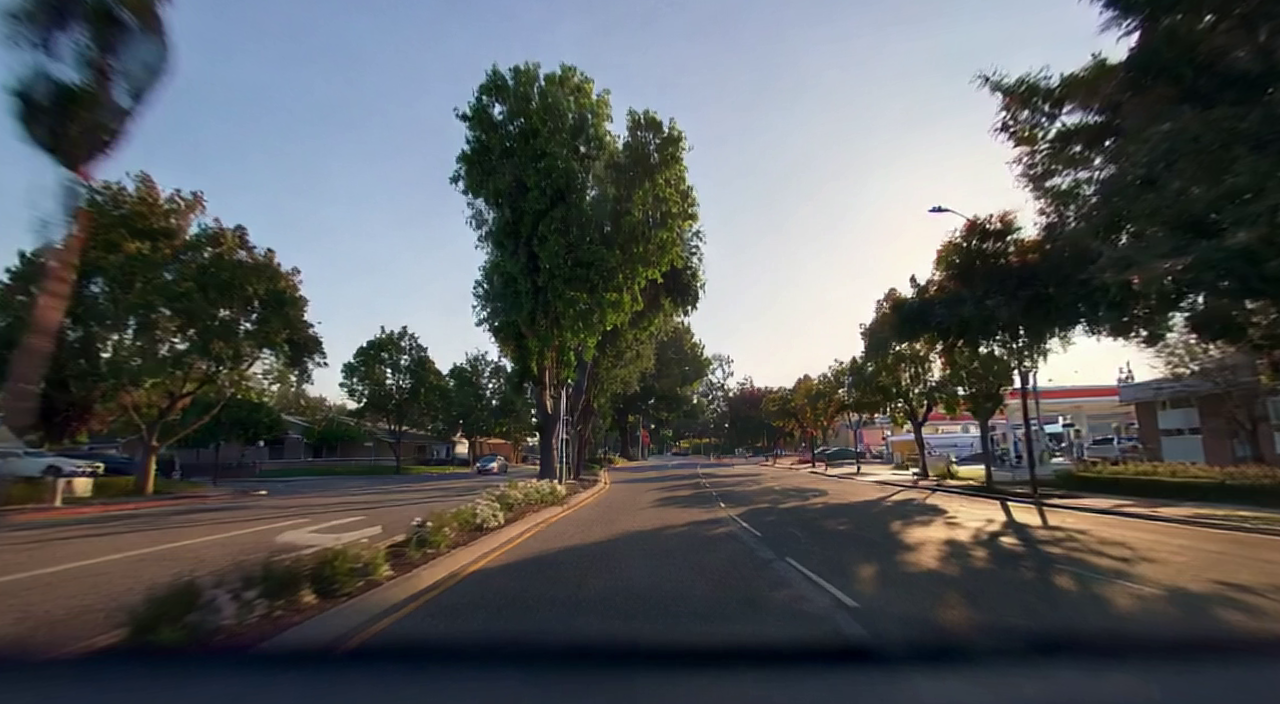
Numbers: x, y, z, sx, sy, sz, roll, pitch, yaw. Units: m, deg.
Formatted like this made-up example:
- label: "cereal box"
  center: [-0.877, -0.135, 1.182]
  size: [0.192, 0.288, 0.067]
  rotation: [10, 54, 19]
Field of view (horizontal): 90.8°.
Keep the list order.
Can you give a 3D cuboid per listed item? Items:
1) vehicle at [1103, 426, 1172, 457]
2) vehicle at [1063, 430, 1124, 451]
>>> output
- label: "vehicle"
  center: [31.505, 5.665, 40.008]
  size: [3.449, 1.428, 1.548]
  rotation: [-5, -10, -19]
- label: "vehicle"
  center: [31.003, 6.040, 43.220]
  size: [3.303, 1.375, 1.483]
  rotation: [2, -5, -11]
